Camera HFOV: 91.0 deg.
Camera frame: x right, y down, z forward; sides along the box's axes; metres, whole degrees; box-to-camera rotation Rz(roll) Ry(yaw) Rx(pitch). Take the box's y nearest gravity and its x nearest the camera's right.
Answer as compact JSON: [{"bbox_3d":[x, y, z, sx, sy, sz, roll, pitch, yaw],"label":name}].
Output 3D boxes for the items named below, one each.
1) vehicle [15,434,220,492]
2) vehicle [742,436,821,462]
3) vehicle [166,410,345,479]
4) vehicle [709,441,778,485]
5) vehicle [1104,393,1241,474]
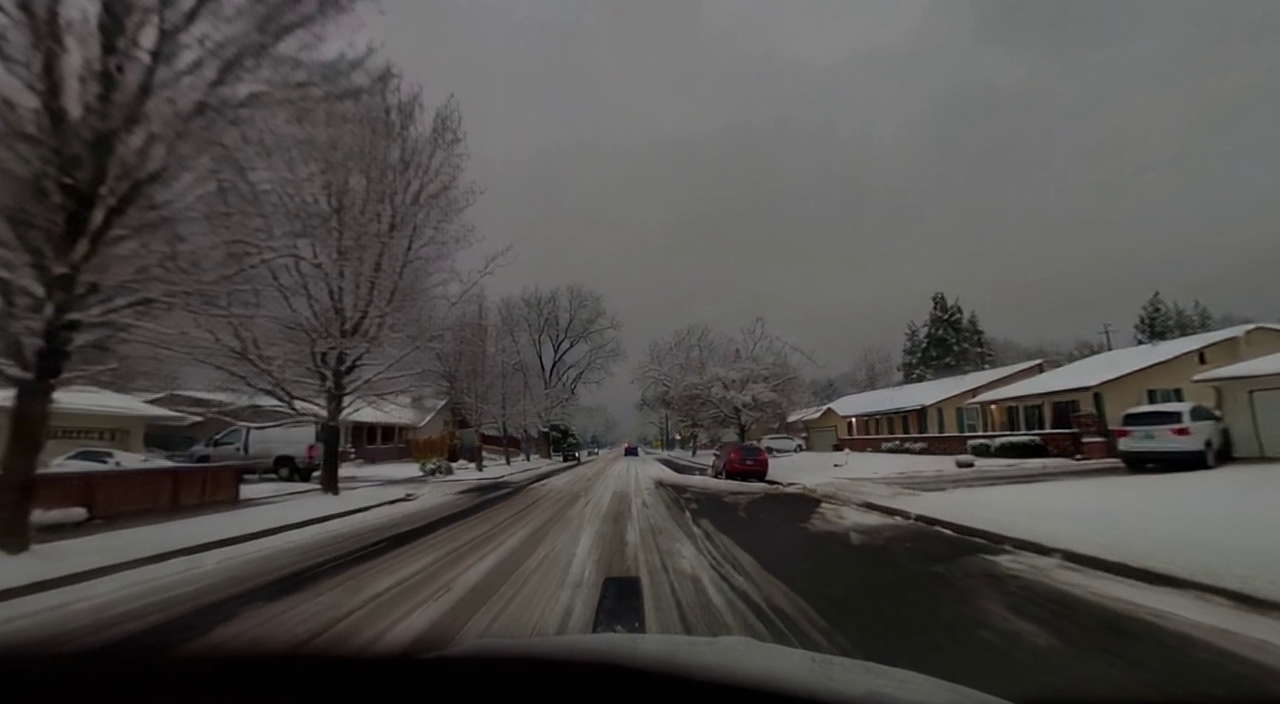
[{"bbox_3d":[-15.710,3.322,19.200,2.018,1.534,4.253,-5,-10,28],"label":"vehicle"},{"bbox_3d":[10.277,7.069,46.014,5.227,1.813,2.136,-1,-9,1],"label":"vehicle"},{"bbox_3d":[-16.683,4.059,27.503,6.381,2.645,2.703,-4,-9,10],"label":"vehicle"},{"bbox_3d":[3.935,4.276,24.607,2.011,1.521,4.292,0,-8,1],"label":"vehicle"},{"bbox_3d":[14.876,2.366,17.922,2.222,1.963,4.670,-6,-10,32],"label":"vehicle"}]
